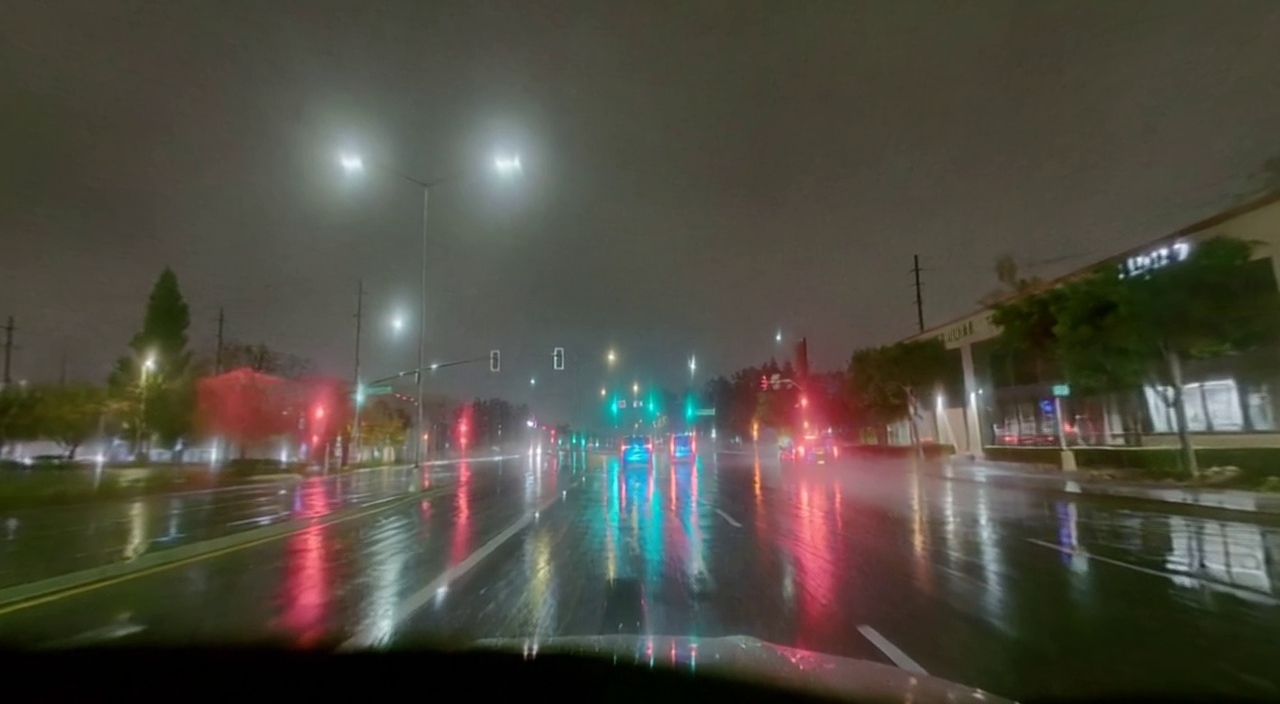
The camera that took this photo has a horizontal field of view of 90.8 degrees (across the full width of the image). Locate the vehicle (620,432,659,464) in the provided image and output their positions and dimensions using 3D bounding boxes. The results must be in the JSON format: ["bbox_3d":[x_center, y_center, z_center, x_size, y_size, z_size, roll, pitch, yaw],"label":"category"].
[{"bbox_3d":[-0.124,6.373,41.967,2.413,1.939,4.716,0,-8,-2],"label":"vehicle"}]

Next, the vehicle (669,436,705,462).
[{"bbox_3d":[3.300,6.904,45.178,2.107,1.736,4.228,0,-8,-2],"label":"vehicle"}]
